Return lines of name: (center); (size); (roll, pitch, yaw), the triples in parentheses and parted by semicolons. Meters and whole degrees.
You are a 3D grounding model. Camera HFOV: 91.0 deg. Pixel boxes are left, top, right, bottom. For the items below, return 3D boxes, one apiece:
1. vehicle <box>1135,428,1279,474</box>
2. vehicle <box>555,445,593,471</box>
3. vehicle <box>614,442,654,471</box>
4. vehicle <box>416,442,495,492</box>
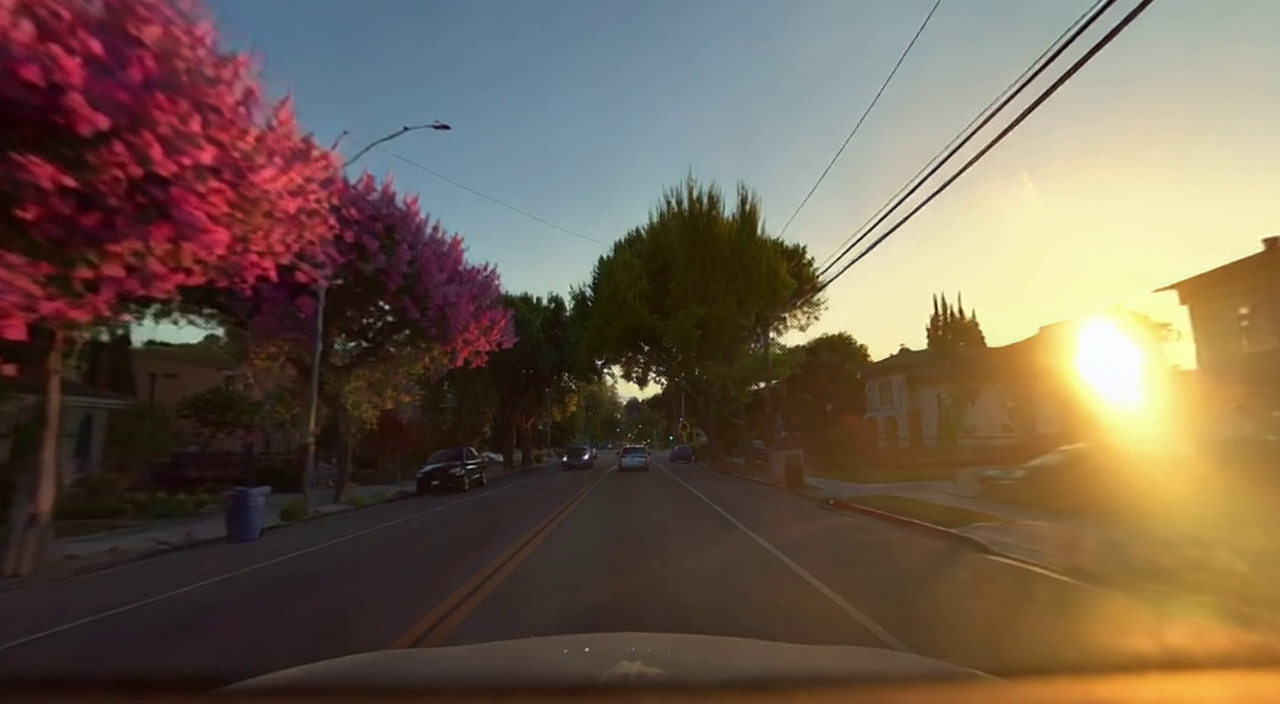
vehicle: (21.009, 3.562, 22.767); (4.466, 1.584, 2.072); (0, -8, -2)
vehicle: (-4.122, 6.700, 40.085); (2.022, 1.534, 4.320); (0, -8, -1)
vehicle: (-0.369, 5.769, 34.977); (2.104, 1.500, 3.815); (0, -8, -1)
vehicle: (-7.710, 4.879, 26.722); (2.022, 1.795, 4.337); (-3, -10, 0)
